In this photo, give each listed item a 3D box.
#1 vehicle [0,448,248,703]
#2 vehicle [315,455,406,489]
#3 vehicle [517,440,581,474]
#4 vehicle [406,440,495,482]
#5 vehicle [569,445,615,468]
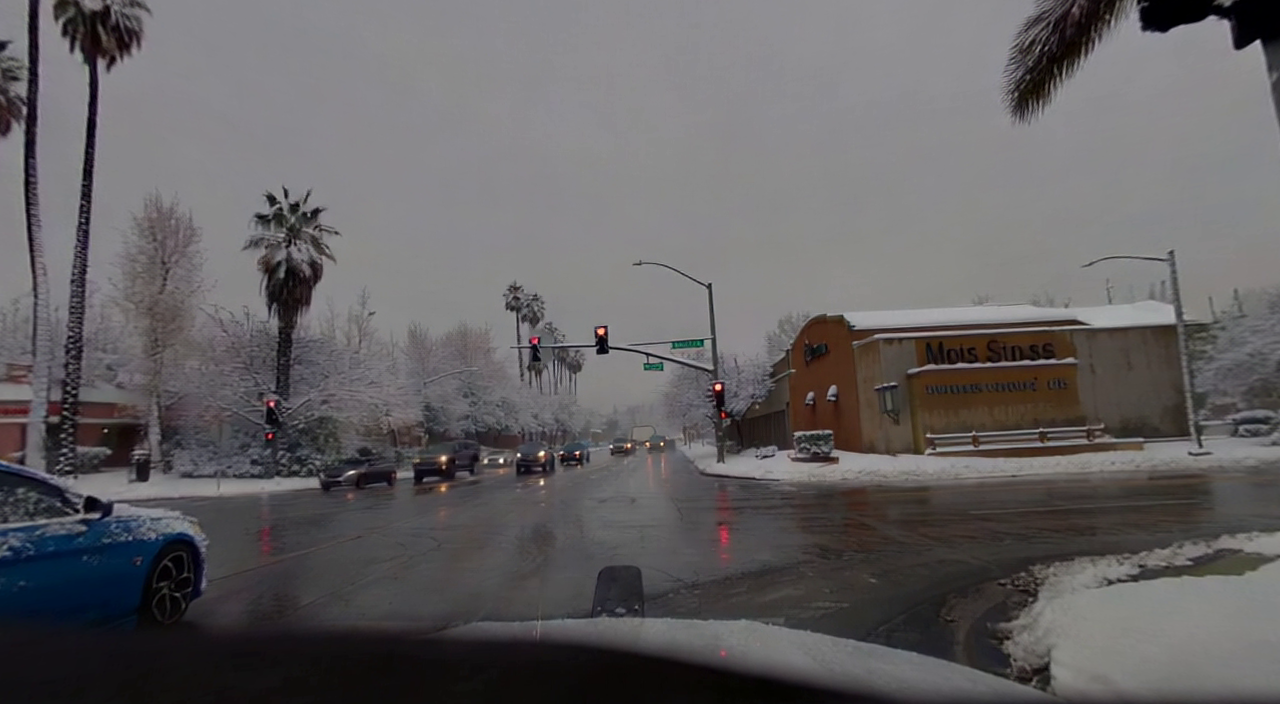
[{"bbox_3d":[-3.698,1.018,2.260,1.850,1.325,4.295,0,-9,0],"label":"vehicle"},{"bbox_3d":[-13.011,5.589,29.724,1.880,1.440,4.418,-1,-9,6],"label":"vehicle"},{"bbox_3d":[-4.890,5.726,34.639,2.092,1.709,4.775,-2,-9,9],"label":"vehicle"},{"bbox_3d":[-9.082,5.292,30.936,2.152,1.825,5.406,-1,-9,7],"label":"vehicle"},{"bbox_3d":[-3.246,7.208,43.841,1.839,1.468,4.549,-2,-9,13],"label":"vehicle"}]
